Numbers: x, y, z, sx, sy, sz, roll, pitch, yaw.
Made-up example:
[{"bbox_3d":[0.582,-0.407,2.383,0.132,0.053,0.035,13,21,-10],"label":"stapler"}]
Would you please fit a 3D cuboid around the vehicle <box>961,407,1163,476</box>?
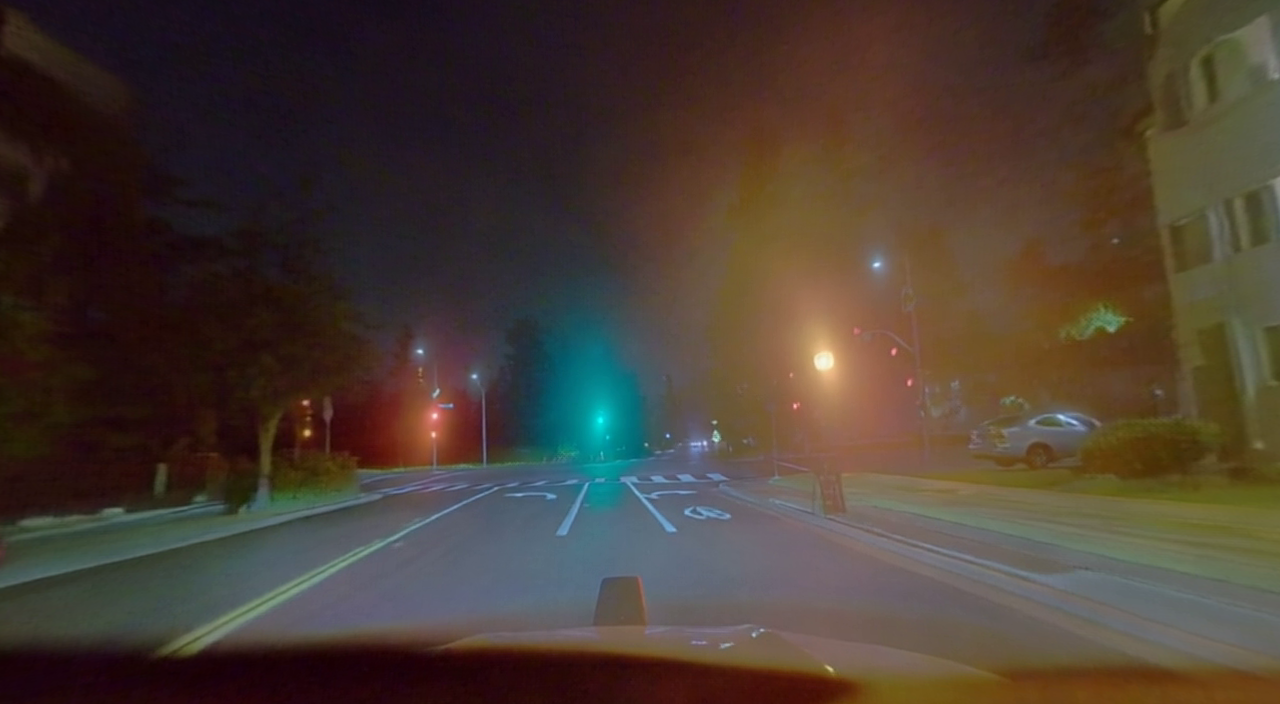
[{"bbox_3d":[12.598,2.731,19.007,4.562,1.850,2.130,1,-9,-2],"label":"vehicle"}]
